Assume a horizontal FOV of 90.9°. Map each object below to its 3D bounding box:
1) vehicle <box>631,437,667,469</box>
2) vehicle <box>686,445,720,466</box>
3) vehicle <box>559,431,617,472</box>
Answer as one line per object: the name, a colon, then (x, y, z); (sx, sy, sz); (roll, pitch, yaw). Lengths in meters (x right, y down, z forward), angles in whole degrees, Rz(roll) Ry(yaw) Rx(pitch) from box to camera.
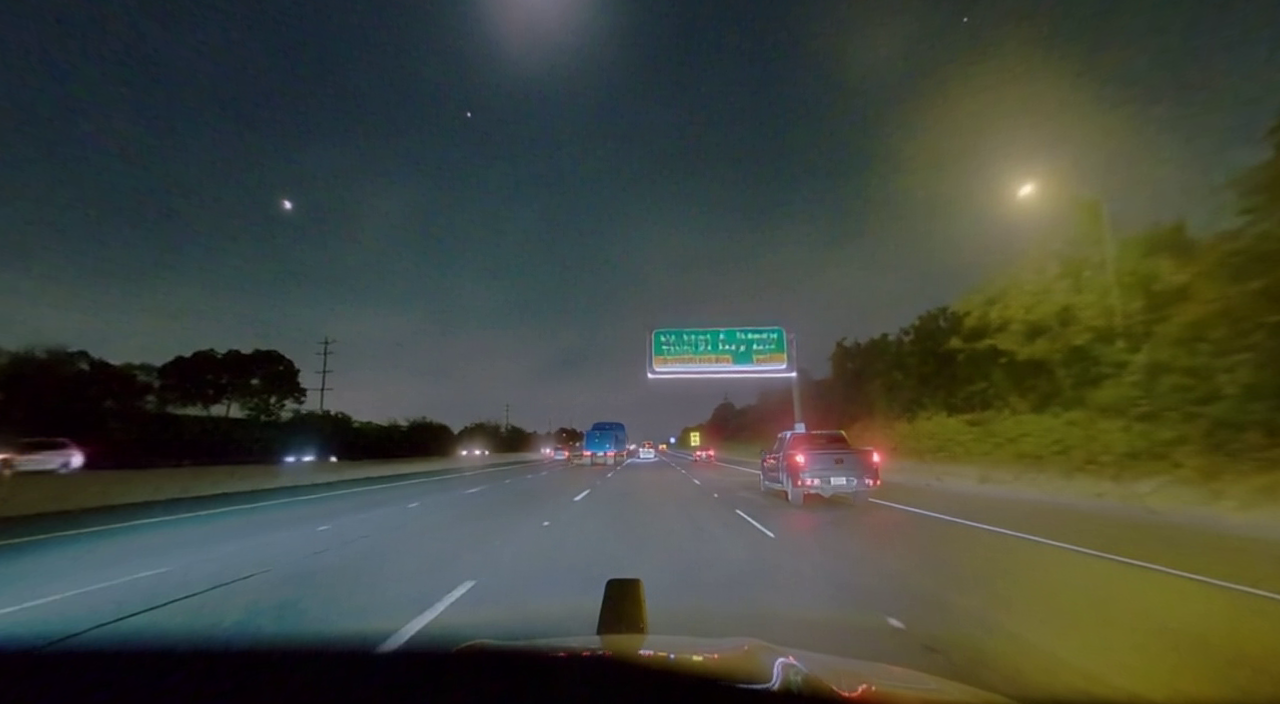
vehicle: (0.606, 6.932, 43.302); (2.309, 2.023, 5.130); (0, -8, 0)
vehicle: (4.616, 7.695, 47.008); (1.993, 1.474, 4.230); (0, -8, -1)
vehicle: (-3.383, 7.062, 45.545); (2.854, 2.379, 16.653); (-1, -8, 0)
